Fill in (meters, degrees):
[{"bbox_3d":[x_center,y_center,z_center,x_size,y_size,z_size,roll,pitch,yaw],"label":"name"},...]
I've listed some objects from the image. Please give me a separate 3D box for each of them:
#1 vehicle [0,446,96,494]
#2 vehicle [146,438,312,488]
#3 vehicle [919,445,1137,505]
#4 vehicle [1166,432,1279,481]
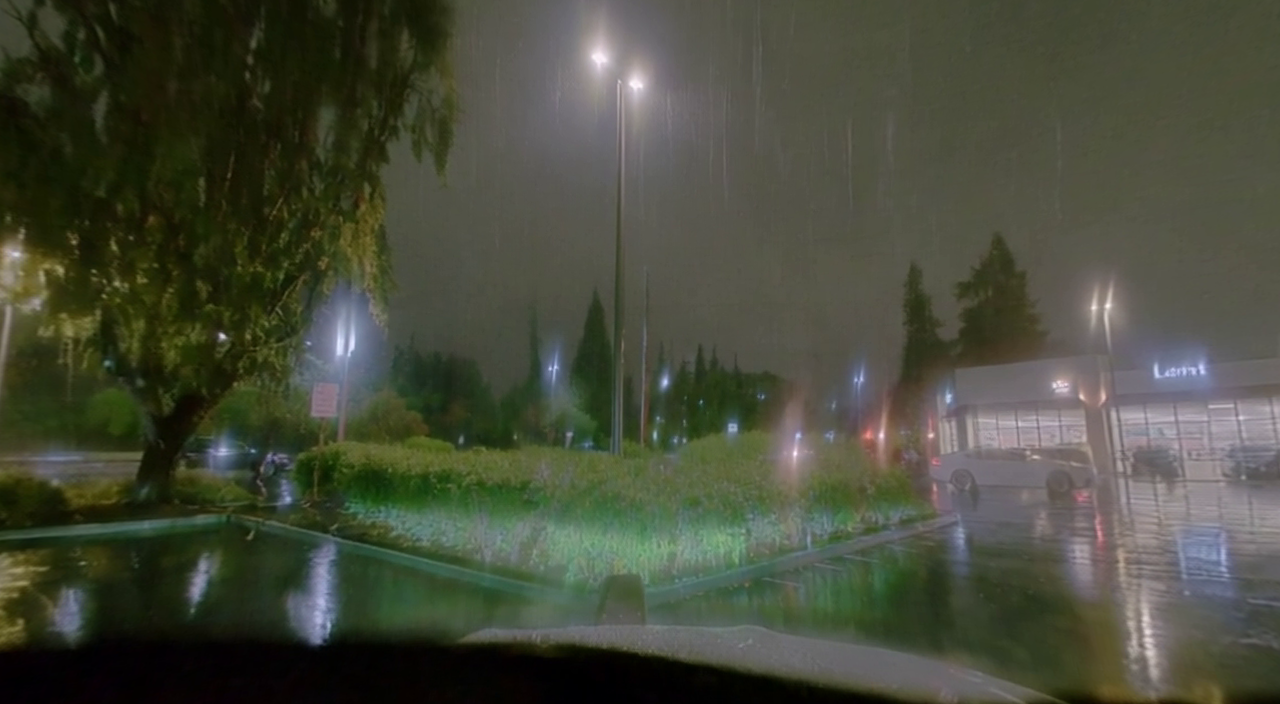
[{"bbox_3d":[-19.430,3.600,19.220,1.790,1.396,4.000,-10,-13,40],"label":"vehicle"},{"bbox_3d":[-15.212,4.091,23.608,1.921,1.632,4.752,-8,-12,42],"label":"vehicle"},{"bbox_3d":[10.643,3.340,17.620,4.772,1.441,1.976,-8,-12,42],"label":"vehicle"},{"bbox_3d":[23.402,3.964,24.009,4.939,1.664,2.055,-10,-11,42],"label":"vehicle"}]
